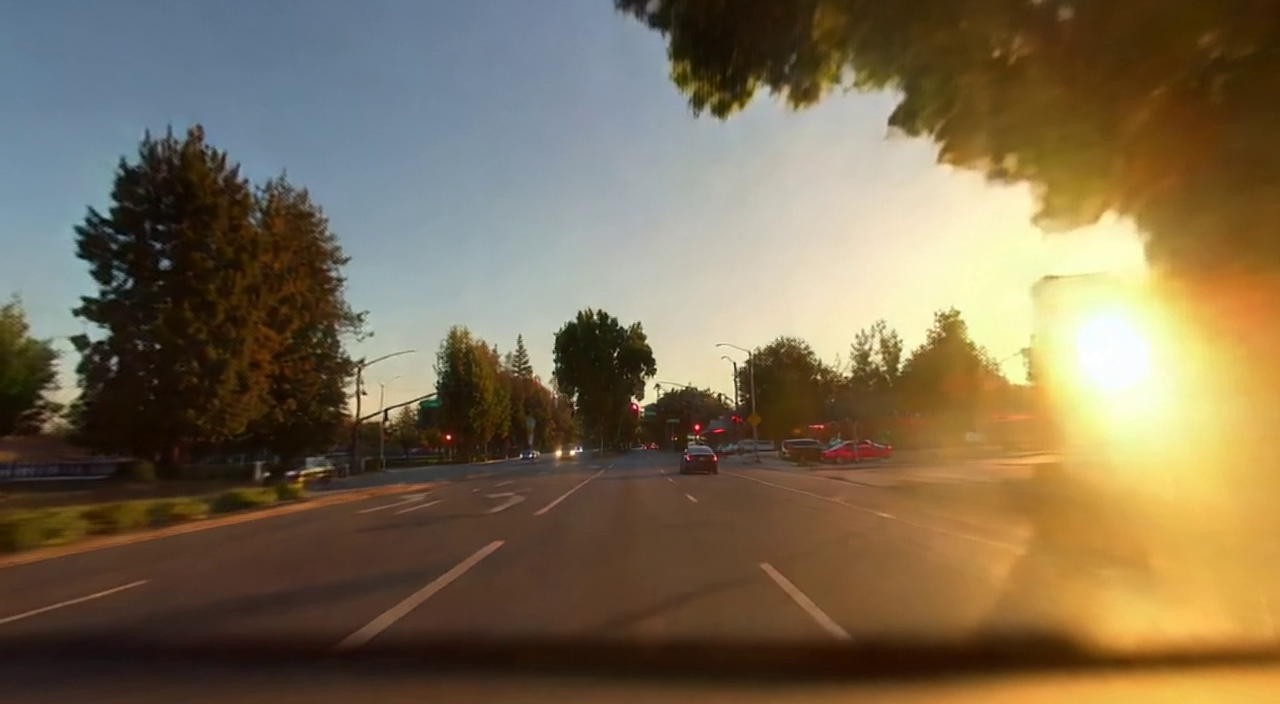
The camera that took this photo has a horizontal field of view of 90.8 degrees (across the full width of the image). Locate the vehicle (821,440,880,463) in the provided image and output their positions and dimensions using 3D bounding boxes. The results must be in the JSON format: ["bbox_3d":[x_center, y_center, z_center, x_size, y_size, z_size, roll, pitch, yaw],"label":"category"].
[{"bbox_3d":[14.674,6.924,44.041,3.552,1.484,1.883,5,-10,-29],"label":"vehicle"}]

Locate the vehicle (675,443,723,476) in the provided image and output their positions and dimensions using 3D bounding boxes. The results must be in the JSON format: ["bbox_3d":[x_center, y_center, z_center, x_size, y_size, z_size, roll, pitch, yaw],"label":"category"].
[{"bbox_3d":[2.998,5.542,32.787,1.961,1.580,4.020,0,-9,-2],"label":"vehicle"}]

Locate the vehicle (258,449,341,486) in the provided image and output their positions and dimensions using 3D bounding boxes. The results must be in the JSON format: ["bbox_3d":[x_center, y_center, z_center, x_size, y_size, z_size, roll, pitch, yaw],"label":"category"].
[{"bbox_3d":[-18.703,6.328,34.984,2.026,1.885,4.539,0,-9,0],"label":"vehicle"}]
